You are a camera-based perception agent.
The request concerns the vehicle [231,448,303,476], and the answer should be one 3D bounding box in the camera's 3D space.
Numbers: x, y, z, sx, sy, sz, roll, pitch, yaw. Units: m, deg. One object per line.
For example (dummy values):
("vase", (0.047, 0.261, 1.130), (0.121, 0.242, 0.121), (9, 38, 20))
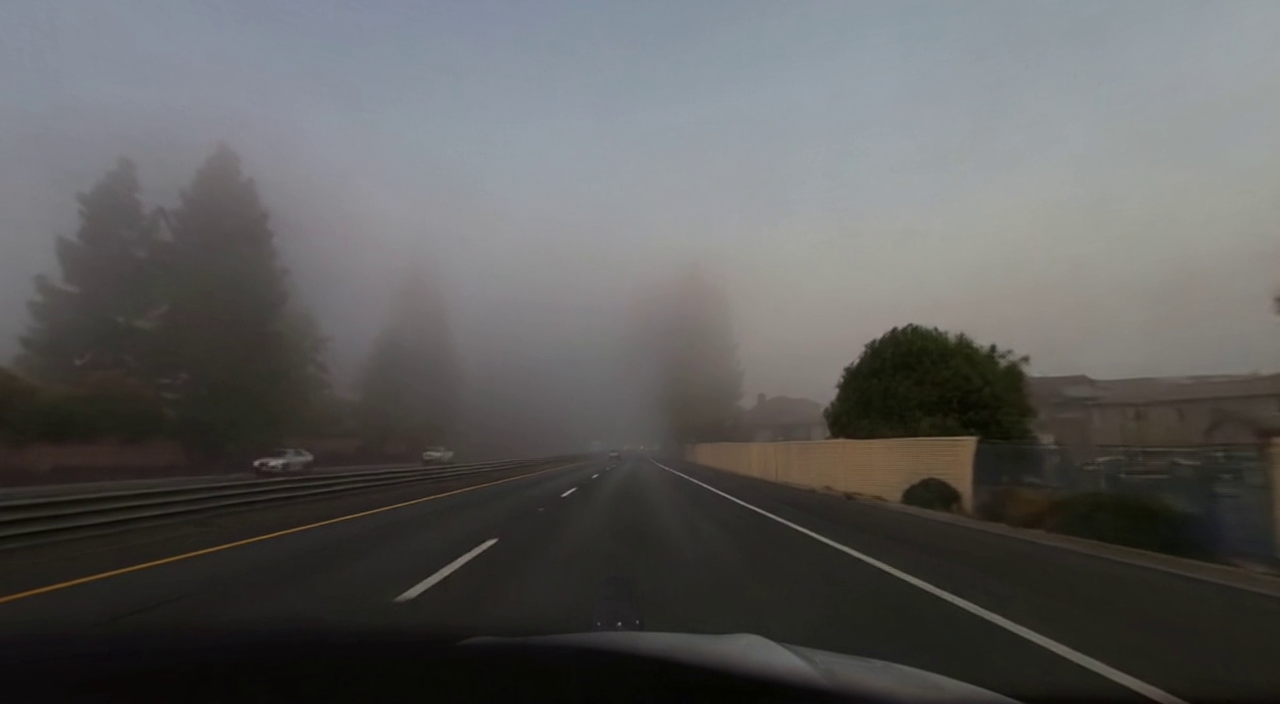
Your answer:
("vehicle", (-24.846, 7.308, 42.108), (1.963, 1.698, 4.520), (0, -9, 1))
